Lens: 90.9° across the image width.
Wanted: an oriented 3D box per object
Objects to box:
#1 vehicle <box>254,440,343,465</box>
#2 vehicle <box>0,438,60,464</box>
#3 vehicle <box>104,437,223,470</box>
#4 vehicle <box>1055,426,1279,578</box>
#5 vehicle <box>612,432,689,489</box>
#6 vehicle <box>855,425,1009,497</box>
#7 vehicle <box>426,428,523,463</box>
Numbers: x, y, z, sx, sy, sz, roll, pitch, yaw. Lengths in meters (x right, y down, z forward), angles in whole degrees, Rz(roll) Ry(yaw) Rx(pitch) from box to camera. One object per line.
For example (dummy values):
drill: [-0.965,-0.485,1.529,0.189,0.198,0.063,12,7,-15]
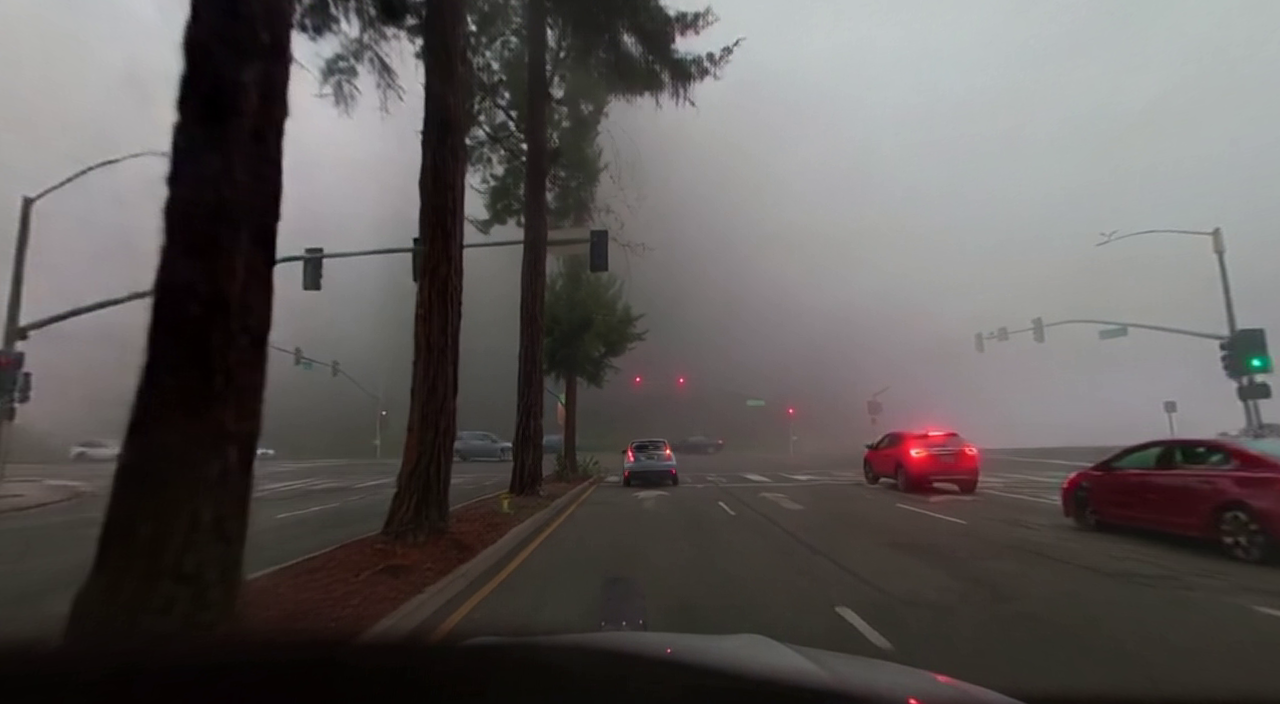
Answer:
vehicle: [-20.753,6.115,38.461,4.399,1.445,1.769,-1,-8,1]
vehicle: [-46.696,7.428,47.327,4.118,1.894,2.155,-1,-8,0]
vehicle: [-26.325,5.607,34.966,4.921,1.757,2.036,-1,-8,2]
vehicle: [7.126,1.663,7.526,1.726,1.467,3.793,0,-8,0]
vehicle: [0.256,3.164,18.655,2.041,1.485,3.813,0,-8,-1]
vehicle: [7.288,2.770,16.343,1.901,1.577,4.348,0,-8,0]
vehicle: [-9.072,5.173,34.821,4.786,1.803,1.967,-1,-8,2]
